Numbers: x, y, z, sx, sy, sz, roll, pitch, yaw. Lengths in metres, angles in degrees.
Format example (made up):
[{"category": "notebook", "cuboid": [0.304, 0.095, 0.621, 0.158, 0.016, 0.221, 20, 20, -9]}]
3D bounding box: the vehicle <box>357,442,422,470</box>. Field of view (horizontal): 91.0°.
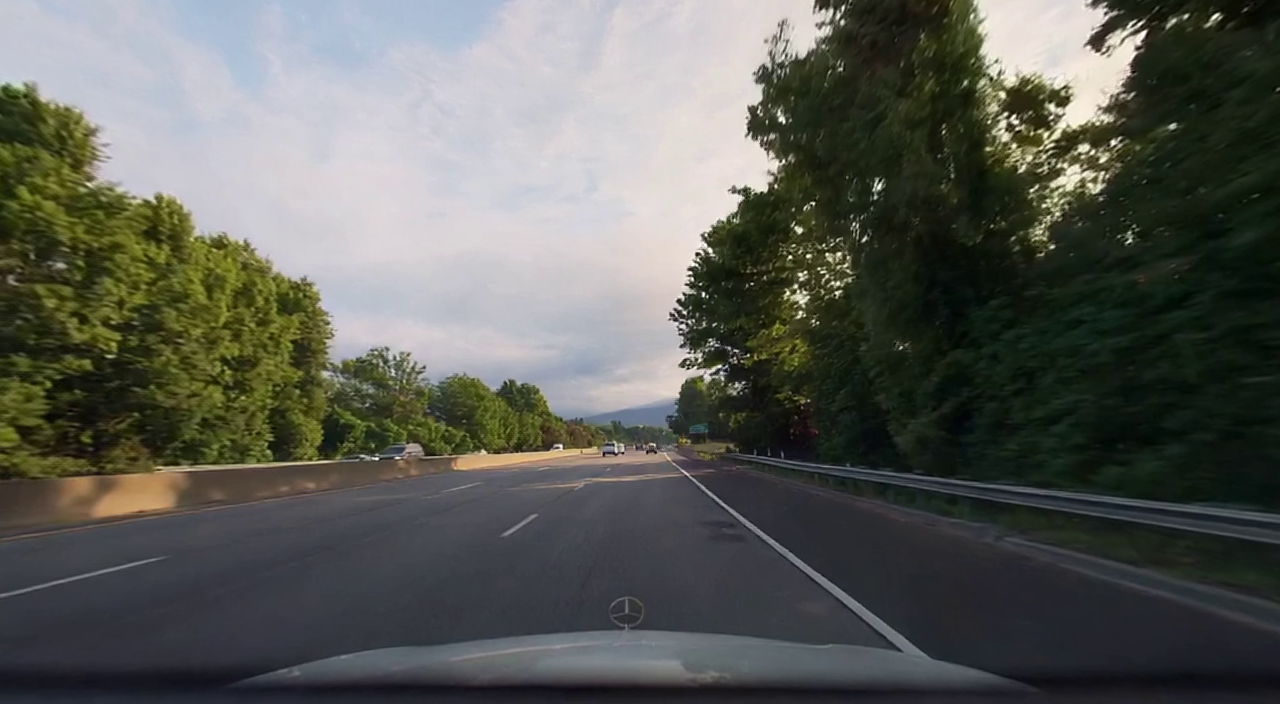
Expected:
[{"category": "vehicle", "cuboid": [-16.605, 6.935, 42.101, 2.133, 1.740, 5.122, 0, -8, 1]}]
